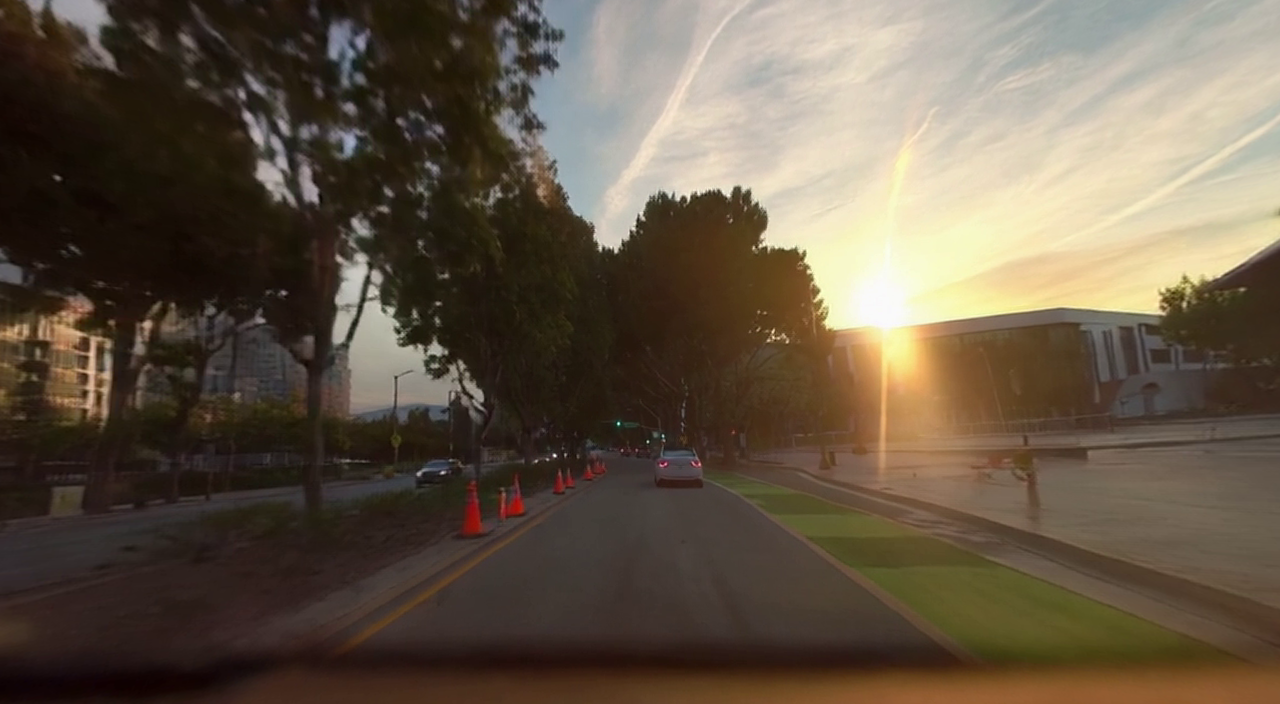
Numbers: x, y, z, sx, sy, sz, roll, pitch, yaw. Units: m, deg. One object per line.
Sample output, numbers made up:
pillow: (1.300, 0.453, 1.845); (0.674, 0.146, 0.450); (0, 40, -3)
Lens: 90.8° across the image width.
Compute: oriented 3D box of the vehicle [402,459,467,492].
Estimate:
vehicle: (-10.427, 6.284, 32.460); (2.010, 1.487, 4.427); (0, -9, -2)

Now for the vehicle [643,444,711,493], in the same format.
vehicle: (1.170, 4.009, 22.086); (2.114, 1.493, 4.430); (0, -9, 0)
